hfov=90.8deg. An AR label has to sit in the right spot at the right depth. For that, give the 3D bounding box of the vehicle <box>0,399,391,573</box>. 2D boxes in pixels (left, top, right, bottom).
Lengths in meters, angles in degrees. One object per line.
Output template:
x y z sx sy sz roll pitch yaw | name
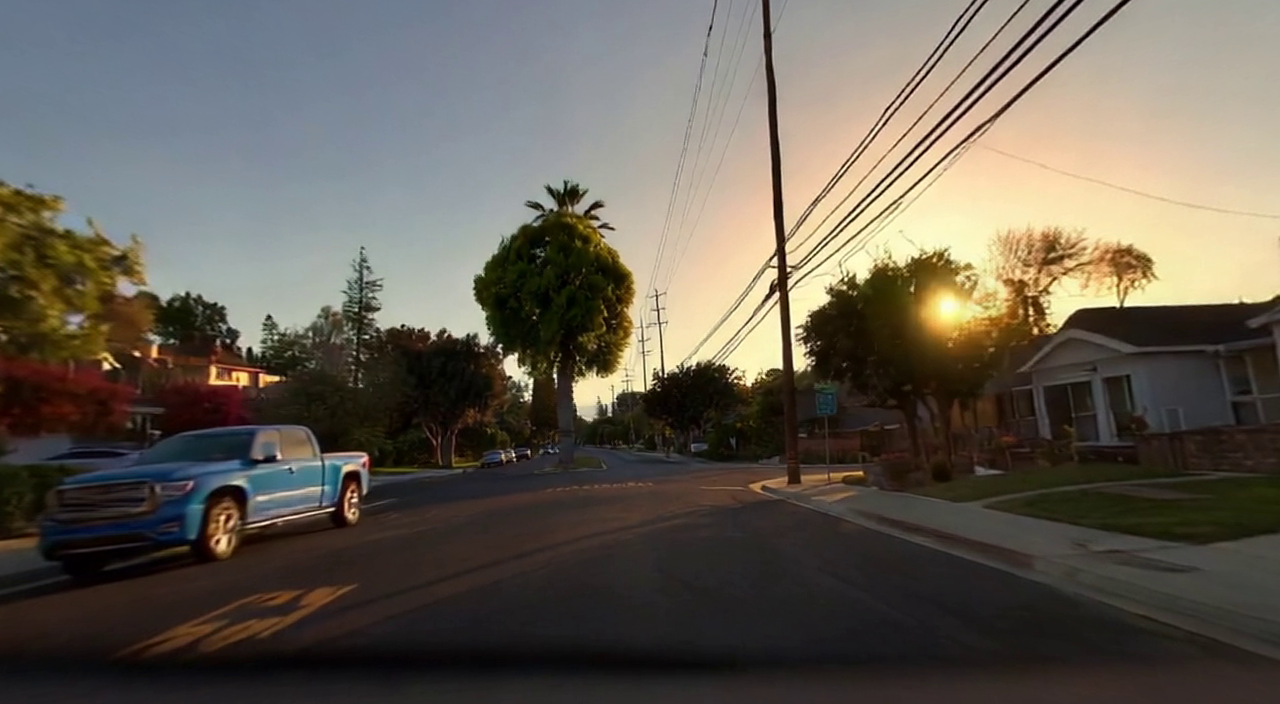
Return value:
-6.548 2.043 10.668 2.455 2.045 6.171 0 -8 -3 | vehicle

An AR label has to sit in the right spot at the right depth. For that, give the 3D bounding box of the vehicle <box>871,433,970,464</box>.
15.211 5.245 34.406 4.381 1.645 2.013 0 -8 -3 | vehicle
